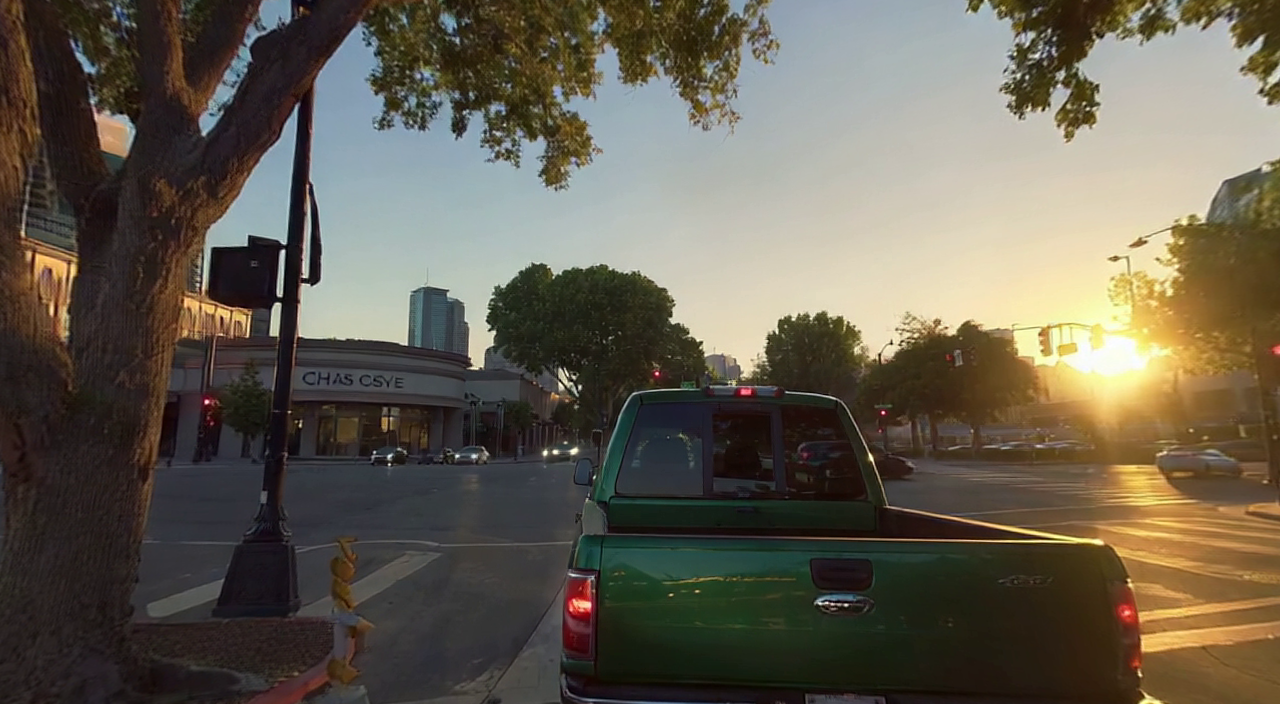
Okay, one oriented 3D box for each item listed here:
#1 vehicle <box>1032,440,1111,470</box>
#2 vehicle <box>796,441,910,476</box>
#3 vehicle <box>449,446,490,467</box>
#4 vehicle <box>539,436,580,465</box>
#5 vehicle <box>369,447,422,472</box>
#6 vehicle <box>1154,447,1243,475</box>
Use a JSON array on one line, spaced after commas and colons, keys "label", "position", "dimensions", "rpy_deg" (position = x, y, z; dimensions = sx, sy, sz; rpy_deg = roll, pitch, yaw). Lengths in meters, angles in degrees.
[{"label": "vehicle", "position": [26.347, 6.264, 38.558], "dimensions": [4.541, 1.731, 2.007], "rpy_deg": [5, -10, -28]}, {"label": "vehicle", "position": [9.521, 4.805, 28.612], "dimensions": [4.658, 1.478, 1.946], "rpy_deg": [-2, -9, 15]}, {"label": "vehicle", "position": [-12.611, 7.761, 47.089], "dimensions": [1.946, 1.474, 4.008], "rpy_deg": [0, -9, 0]}, {"label": "vehicle", "position": [-5.529, 6.865, 44.186], "dimensions": [2.289, 1.927, 5.667], "rpy_deg": [0, -8, -2]}, {"label": "vehicle", "position": [-16.249, 7.131, 42.242], "dimensions": [1.883, 1.586, 4.297], "rpy_deg": [0, -9, -1]}, {"label": "vehicle", "position": [31.608, 6.119, 35.741], "dimensions": [4.522, 1.460, 2.097], "rpy_deg": [4, -10, -26]}]
